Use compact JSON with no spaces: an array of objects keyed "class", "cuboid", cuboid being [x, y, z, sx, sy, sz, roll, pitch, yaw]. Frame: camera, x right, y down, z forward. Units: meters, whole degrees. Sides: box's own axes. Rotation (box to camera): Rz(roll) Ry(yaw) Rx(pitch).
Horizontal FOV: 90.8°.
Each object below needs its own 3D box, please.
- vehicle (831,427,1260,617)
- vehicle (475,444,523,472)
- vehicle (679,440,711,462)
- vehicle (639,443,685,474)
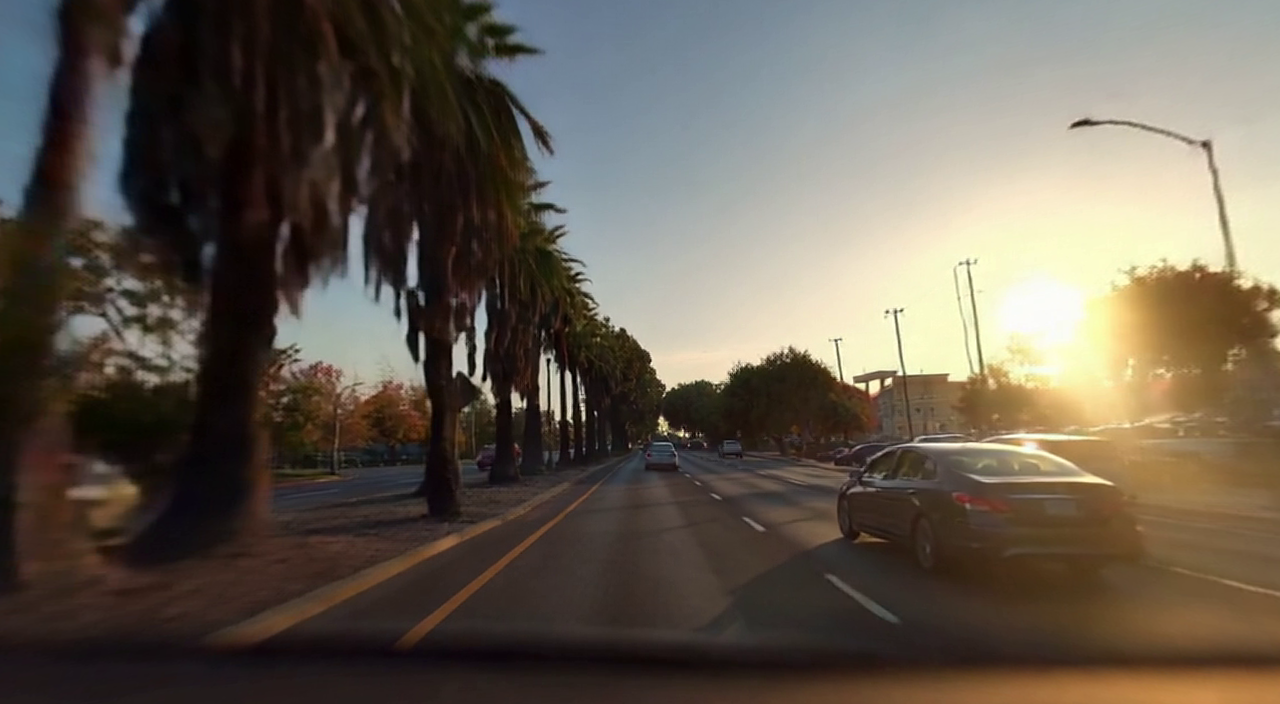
[{"class":"vehicle","cuboid":[3.851,1.656,7.208,1.875,1.452,4.453,0,-8,-1]},{"class":"vehicle","cuboid":[-10.052,7.592,45.497,2.238,1.766,4.710,-2,-9,2]},{"class":"vehicle","cuboid":[4.266,7.730,49.439,2.042,1.632,4.384,0,-8,-1]},{"class":"vehicle","cuboid":[1.040,5.395,32.340,2.031,1.444,4.361,0,-8,-2]}]
